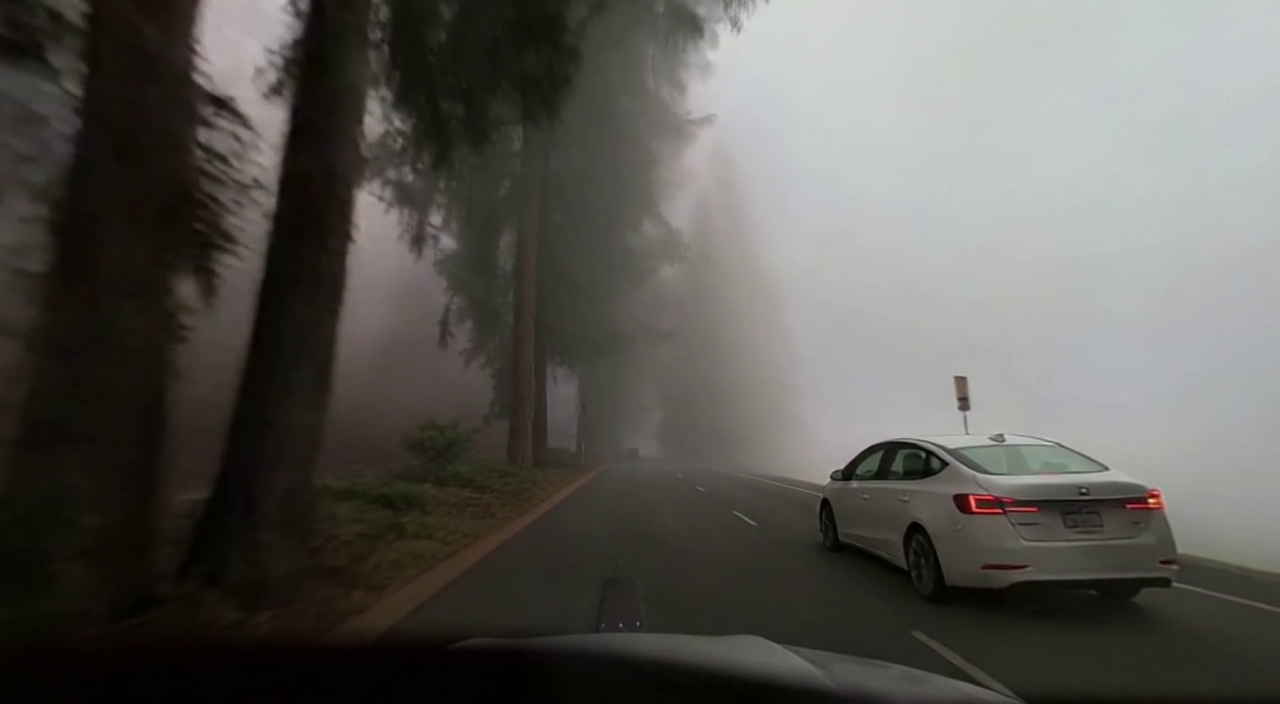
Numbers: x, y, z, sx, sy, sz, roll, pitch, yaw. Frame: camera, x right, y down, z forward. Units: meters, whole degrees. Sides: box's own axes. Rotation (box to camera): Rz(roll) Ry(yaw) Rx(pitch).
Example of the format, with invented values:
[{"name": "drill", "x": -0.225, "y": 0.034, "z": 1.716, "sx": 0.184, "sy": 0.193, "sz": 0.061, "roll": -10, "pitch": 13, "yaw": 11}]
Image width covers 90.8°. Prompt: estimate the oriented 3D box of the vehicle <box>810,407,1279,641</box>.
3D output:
[{"name": "vehicle", "x": 3.482, "y": 1.529, "z": 6.708, "sx": 2.060, "sy": 1.584, "sz": 4.592, "roll": 0, "pitch": -9, "yaw": 0}]
